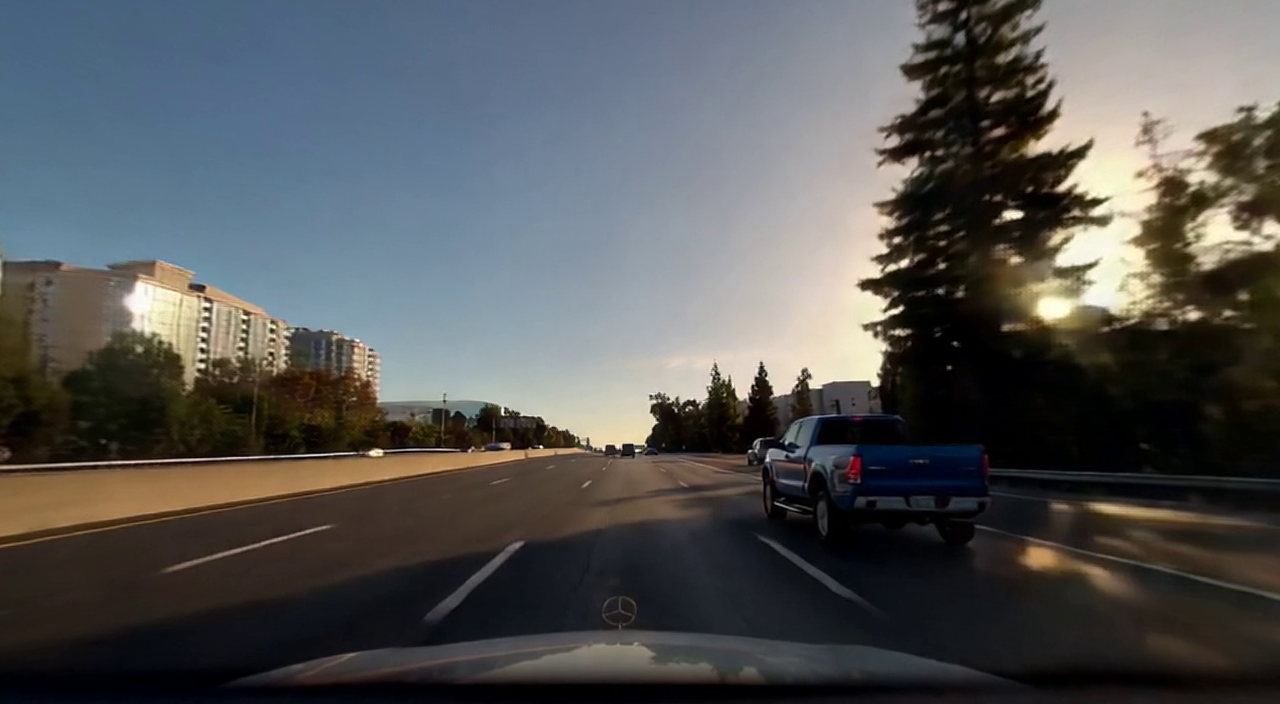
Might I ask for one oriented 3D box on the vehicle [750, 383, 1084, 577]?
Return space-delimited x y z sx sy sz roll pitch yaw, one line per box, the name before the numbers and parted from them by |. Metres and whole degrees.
vehicle | 3.288 1.669 8.962 2.462 1.984 4.718 0 -9 -2
